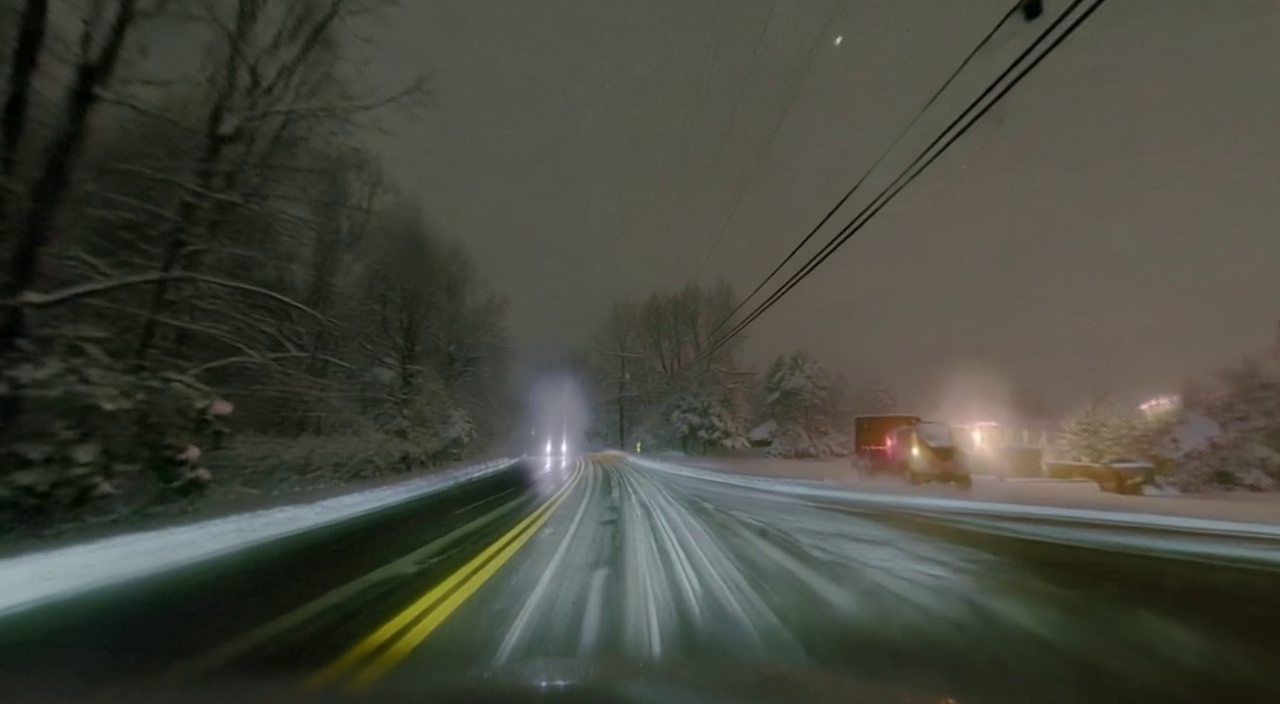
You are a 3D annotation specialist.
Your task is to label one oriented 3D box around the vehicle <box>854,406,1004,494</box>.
[{"bbox_3d":[12.829,4.350,28.103,5.297,3.064,2.935,10,-8,-15],"label":"vehicle"}]
